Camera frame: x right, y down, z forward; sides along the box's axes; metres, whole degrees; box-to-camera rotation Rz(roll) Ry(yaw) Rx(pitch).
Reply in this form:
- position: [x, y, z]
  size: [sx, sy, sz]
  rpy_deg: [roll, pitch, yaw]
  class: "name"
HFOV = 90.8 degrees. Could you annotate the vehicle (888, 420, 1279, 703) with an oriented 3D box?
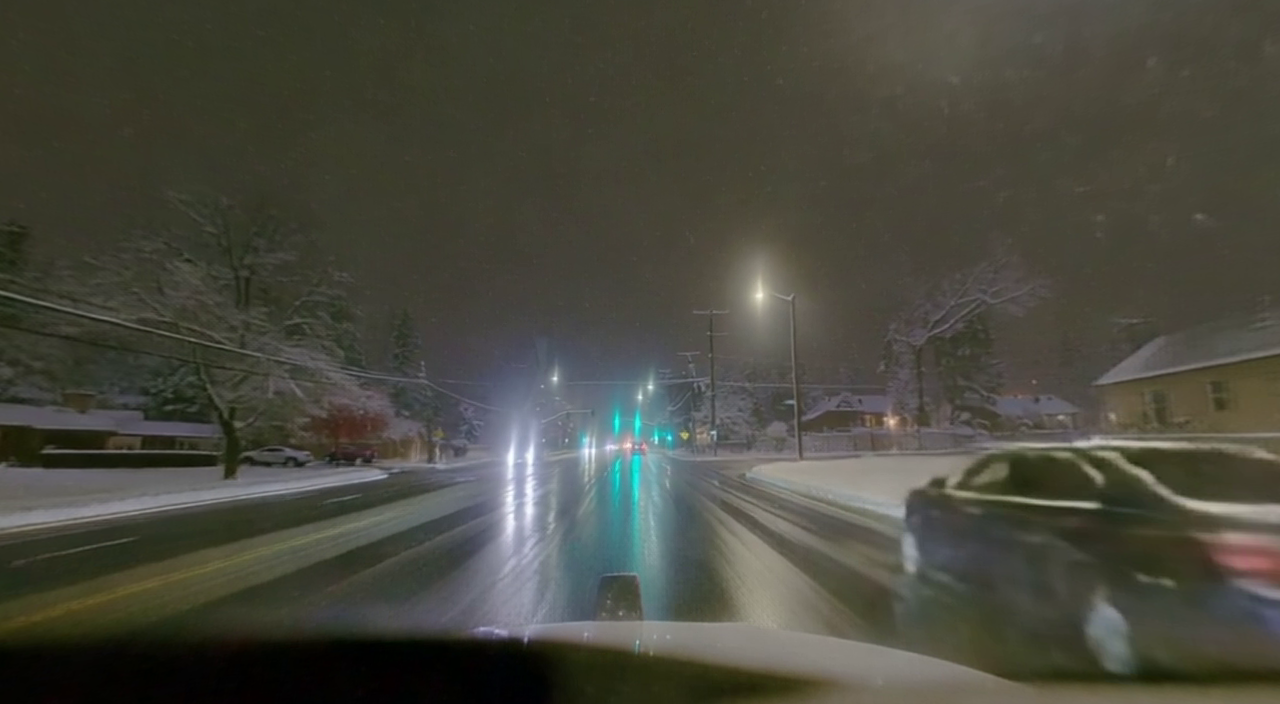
- position: [3.737, 1.353, 4.821]
  size: [1.942, 1.502, 4.244]
  rpy_deg: [0, -8, 0]
  class: "vehicle"
